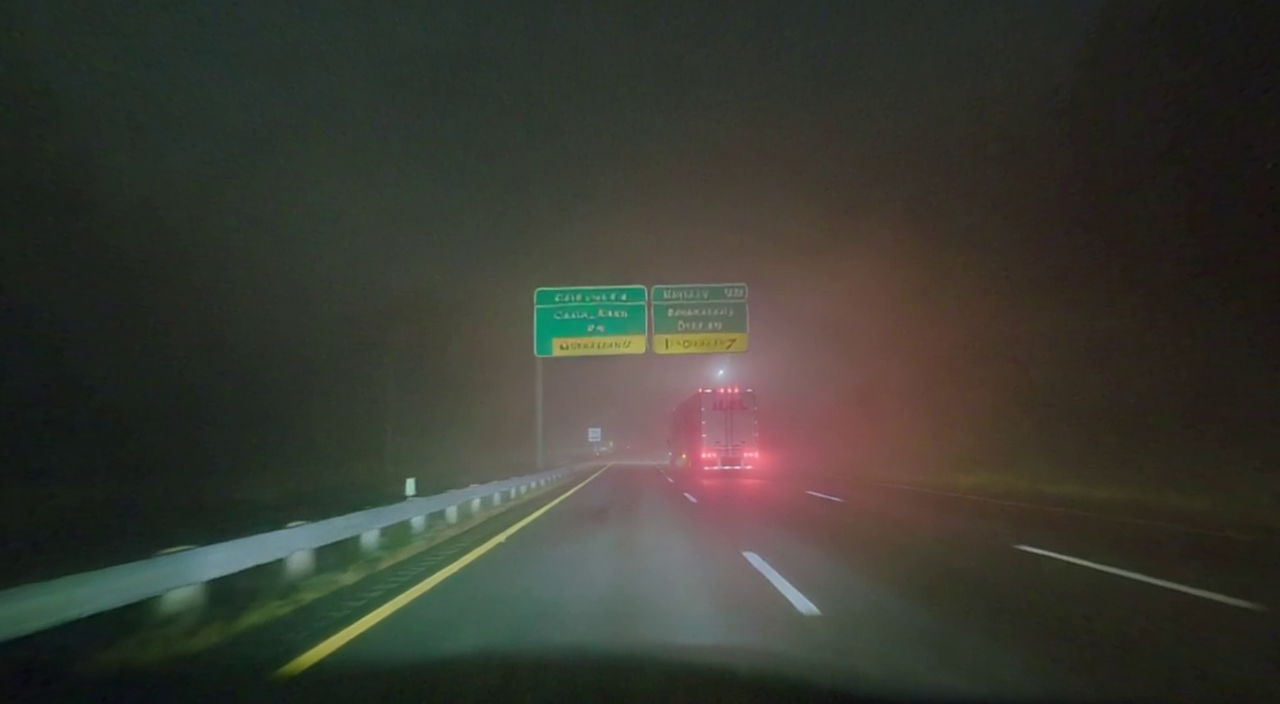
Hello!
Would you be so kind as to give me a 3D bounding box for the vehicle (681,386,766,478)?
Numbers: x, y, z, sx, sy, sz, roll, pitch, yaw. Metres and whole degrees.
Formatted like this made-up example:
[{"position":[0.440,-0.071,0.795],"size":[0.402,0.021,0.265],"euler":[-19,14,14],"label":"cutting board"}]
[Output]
[{"position":[3.966,4.155,31.904],"size":[2.879,4.075,8.126],"euler":[0,-9,-2],"label":"vehicle"}]
